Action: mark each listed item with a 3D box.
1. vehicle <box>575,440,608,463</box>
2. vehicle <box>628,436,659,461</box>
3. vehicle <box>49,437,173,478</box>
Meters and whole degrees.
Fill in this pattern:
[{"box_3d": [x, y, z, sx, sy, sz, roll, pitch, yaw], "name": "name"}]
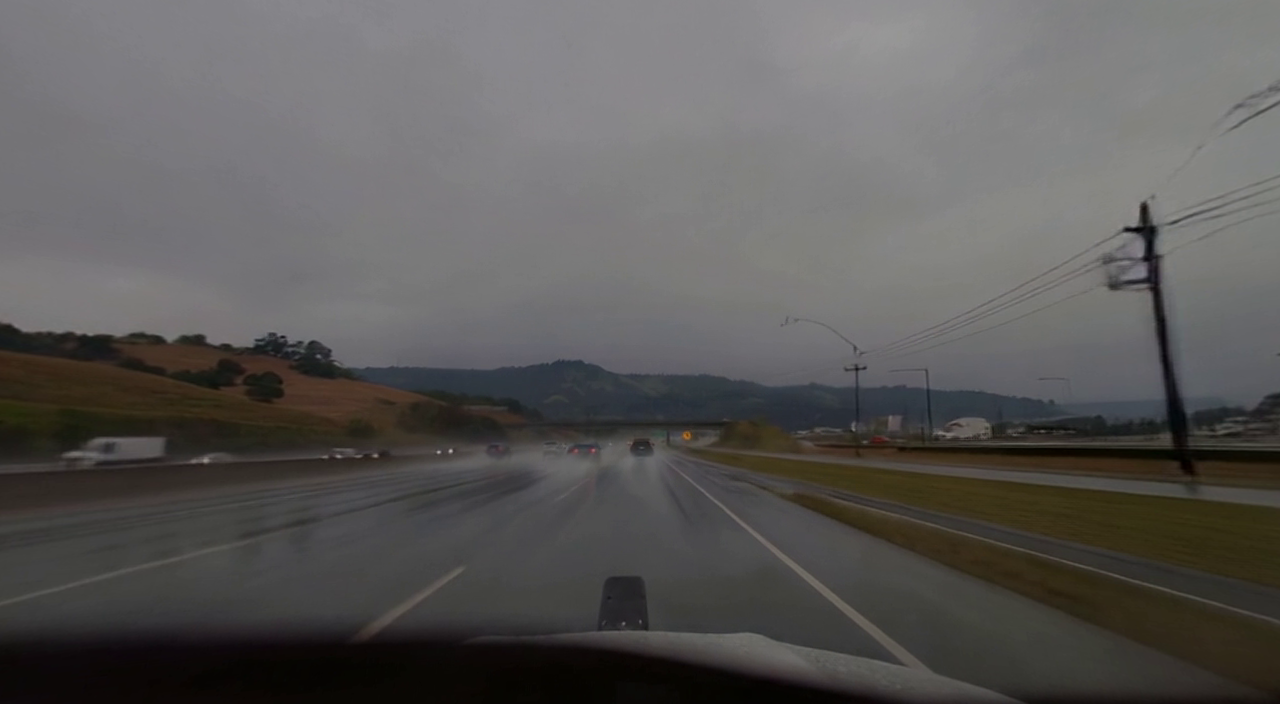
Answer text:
[{"box_3d": [-3.411, 7.167, 45.492, 1.967, 1.517, 4.808, 0, -8, 0], "name": "vehicle"}, {"box_3d": [0.213, 7.230, 47.305, 2.194, 1.737, 4.127, 0, -8, -1], "name": "vehicle"}, {"box_3d": [-35.823, 7.135, 43.080, 2.859, 2.588, 6.379, 0, -8, 1], "name": "vehicle"}]
